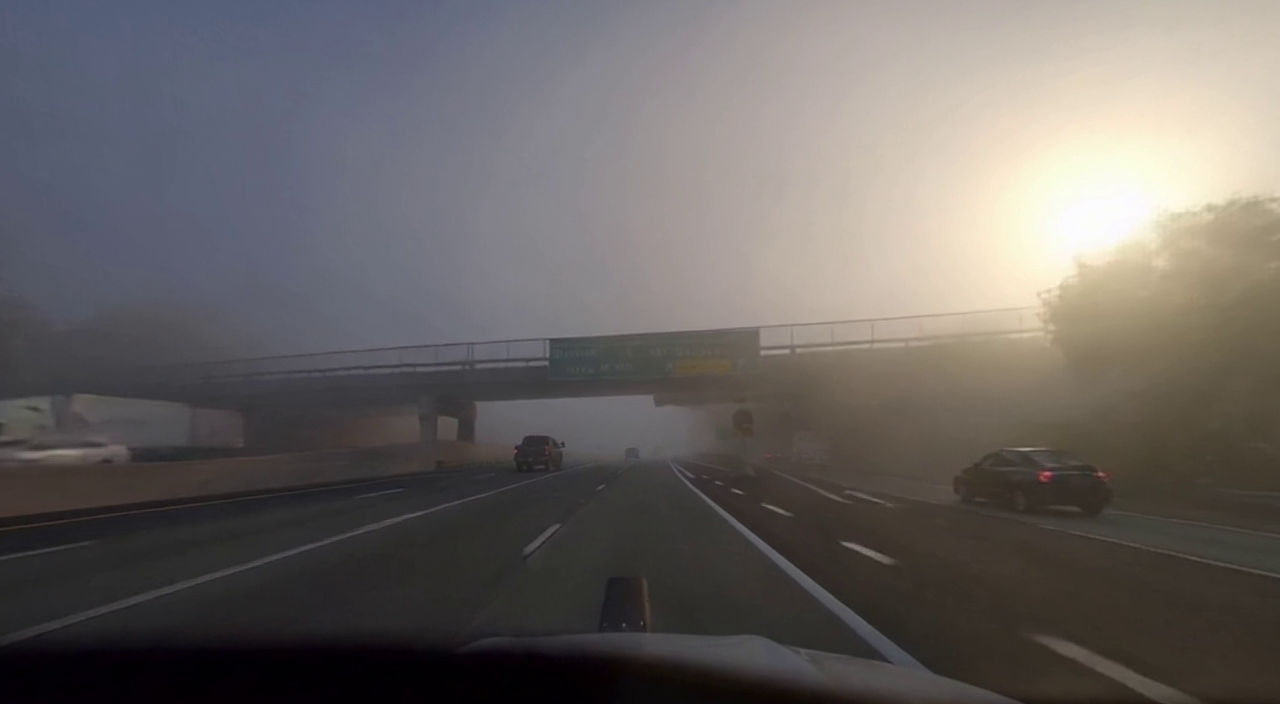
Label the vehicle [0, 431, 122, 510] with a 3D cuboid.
[{"bbox_3d":[-16.208,2.964,15.925,2.074,1.862,4.805,0,-8,1],"label":"vehicle"}]

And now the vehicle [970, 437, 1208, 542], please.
[{"bbox_3d":[9.548,2.891,14.025,2.146,1.929,4.388,-1,-8,3],"label":"vehicle"}]

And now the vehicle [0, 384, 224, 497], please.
[{"bbox_3d":[-19.858,3.320,23.584,3.085,3.485,7.854,0,-8,1],"label":"vehicle"}]

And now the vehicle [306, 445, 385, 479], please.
[{"bbox_3d":[-16.171,6.021,34.947,2.051,1.715,4.579,0,-8,2],"label":"vehicle"}]

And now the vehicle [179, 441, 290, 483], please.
[{"bbox_3d":[-24.230,6.551,38.094,2.412,2.274,6.038,-1,-8,3],"label":"vehicle"}]

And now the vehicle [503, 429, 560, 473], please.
[{"bbox_3d":[-6.364,5.891,37.664,2.264,2.379,5.248,0,-8,2],"label":"vehicle"}]
